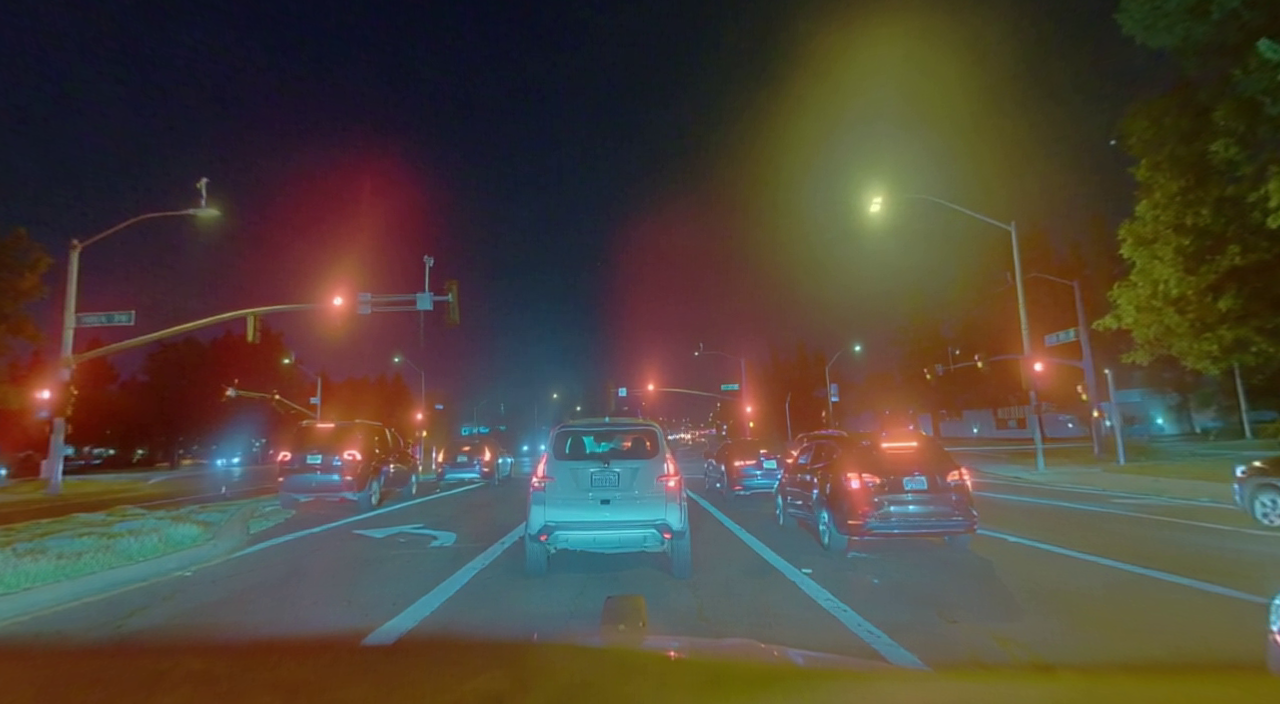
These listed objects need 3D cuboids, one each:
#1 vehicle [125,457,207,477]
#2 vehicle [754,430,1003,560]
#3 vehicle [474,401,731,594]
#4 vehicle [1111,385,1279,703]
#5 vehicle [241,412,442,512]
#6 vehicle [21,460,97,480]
[{"bbox_3d":[-37.338,9.052,49.472,4.914,1.487,1.850,0,-8,0],"label":"vehicle"},{"bbox_3d":[3.154,1.977,9.500,1.971,1.473,4.495,0,-8,0],"label":"vehicle"},{"bbox_3d":[-0.321,1.585,7.642,2.256,1.694,4.055,0,-8,0],"label":"vehicle"},{"bbox_3d":[3.309,0.672,0.840,1.980,1.515,4.362,0,-8,1],"label":"vehicle"},{"bbox_3d":[-6.721,2.556,15.015,2.214,1.953,5.017,0,-8,1],"label":"vehicle"},{"bbox_3d":[-45.672,9.269,49.396,4.232,1.498,1.791,0,-8,1],"label":"vehicle"}]
